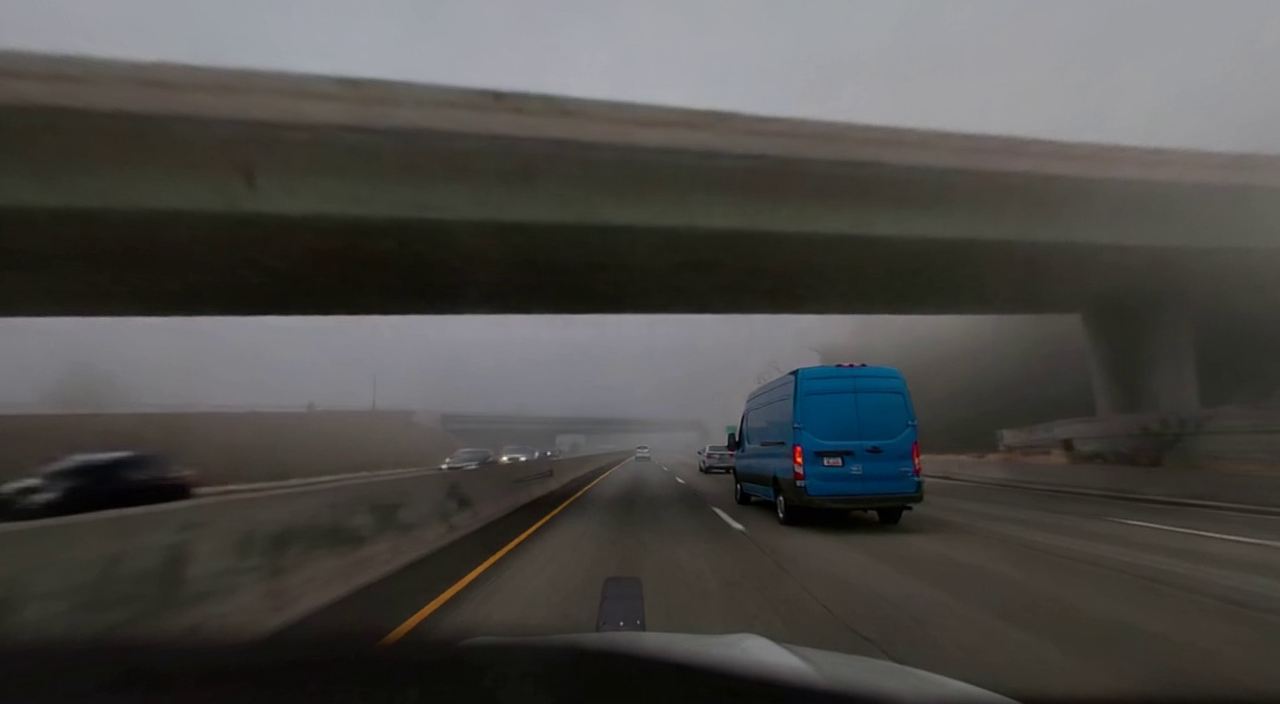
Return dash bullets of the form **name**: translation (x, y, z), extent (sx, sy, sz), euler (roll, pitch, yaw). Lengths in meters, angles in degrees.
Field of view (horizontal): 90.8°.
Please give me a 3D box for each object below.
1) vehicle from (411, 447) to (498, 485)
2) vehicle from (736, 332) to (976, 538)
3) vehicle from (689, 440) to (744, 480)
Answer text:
- **vehicle**: translation (-7.600, 4.714, 26.383), extent (2.225, 1.422, 4.691), euler (0, -9, 0)
- **vehicle**: translation (3.824, 1.772, 13.183), extent (2.460, 3.155, 6.902), euler (0, -9, -1)
- **vehicle**: translation (3.506, 5.034, 29.658), extent (2.009, 1.731, 4.149), euler (0, -9, -1)
